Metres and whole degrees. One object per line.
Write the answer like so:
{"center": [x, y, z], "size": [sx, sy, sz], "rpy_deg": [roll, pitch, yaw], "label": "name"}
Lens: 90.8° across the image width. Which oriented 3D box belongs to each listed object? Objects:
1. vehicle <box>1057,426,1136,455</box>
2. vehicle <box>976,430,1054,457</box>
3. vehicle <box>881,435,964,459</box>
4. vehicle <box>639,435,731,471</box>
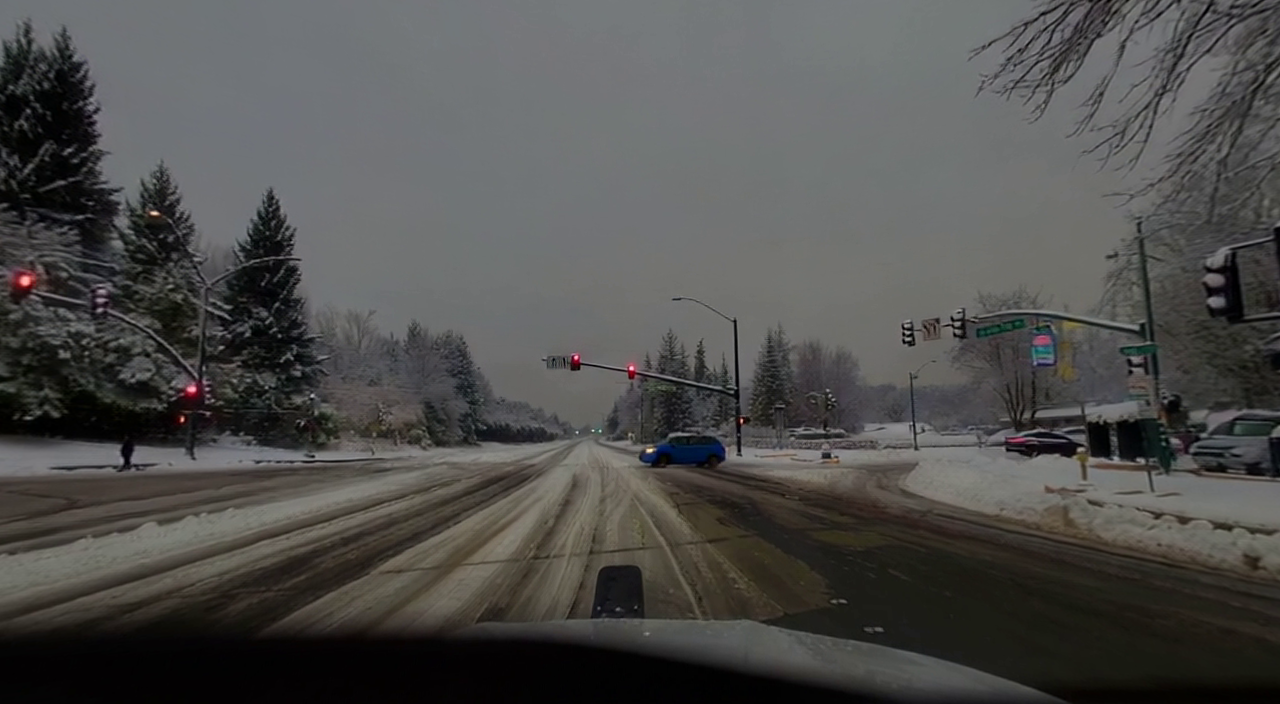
{"center": [36.084, 7.025, 49.905], "size": [6.148, 2.119, 2.473], "rpy_deg": [4, -10, -28], "label": "vehicle"}
{"center": [26.942, 6.581, 45.428], "size": [5.032, 1.828, 2.183], "rpy_deg": [4, -9, -24], "label": "vehicle"}
{"center": [18.713, 6.277, 41.791], "size": [5.234, 1.549, 1.982], "rpy_deg": [4, -9, -24], "label": "vehicle"}
{"center": [2.020, 4.498, 28.198], "size": [3.896, 1.500, 1.740], "rpy_deg": [6, -11, -37], "label": "vehicle"}
